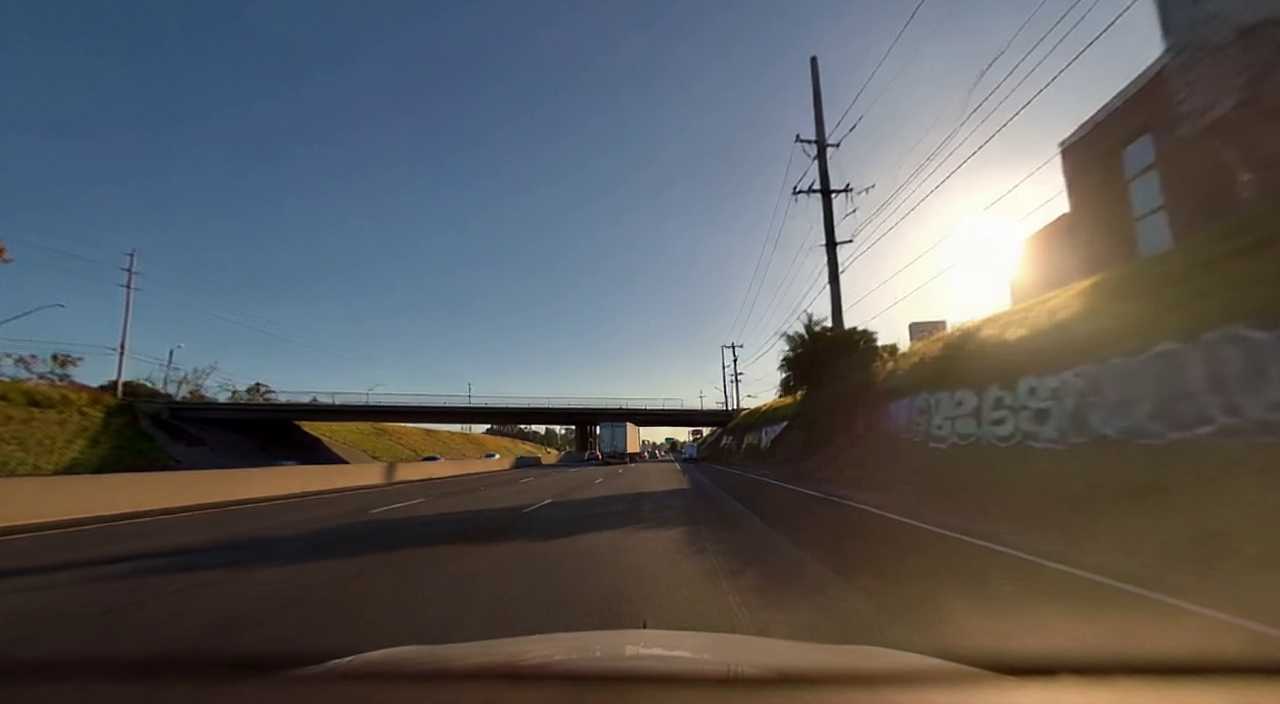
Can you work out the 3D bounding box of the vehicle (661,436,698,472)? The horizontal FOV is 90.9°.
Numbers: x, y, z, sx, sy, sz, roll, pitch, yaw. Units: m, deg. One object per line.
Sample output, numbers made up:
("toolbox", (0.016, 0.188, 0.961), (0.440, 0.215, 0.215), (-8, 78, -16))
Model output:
("vehicle", (2.971, 7.921, 48.971), (2.462, 2.627, 5.799), (-1, -9, 0))
